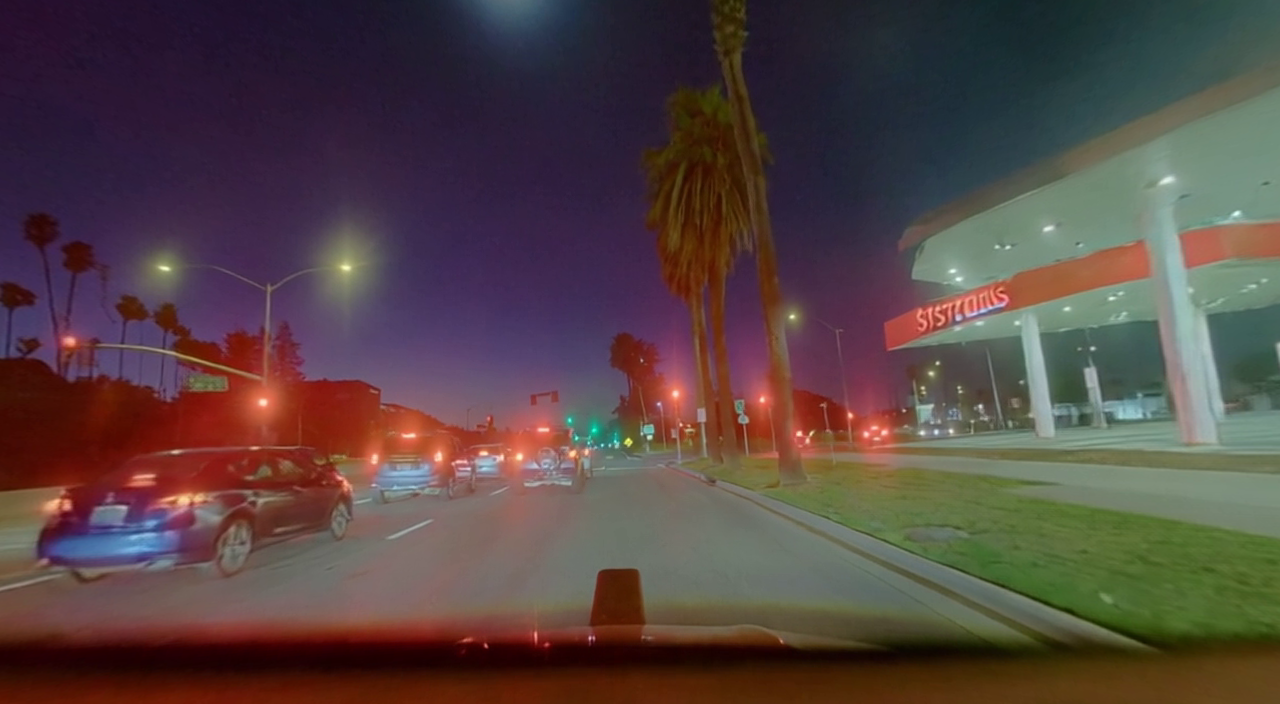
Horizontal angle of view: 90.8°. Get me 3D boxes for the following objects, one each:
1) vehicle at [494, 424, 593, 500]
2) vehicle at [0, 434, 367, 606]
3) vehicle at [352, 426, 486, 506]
[{"bbox_3d":[-2.430,2.925,17.108,2.153,1.759,4.320,0,-9,-2],"label":"vehicle"},{"bbox_3d":[-5.540,1.918,8.311,1.885,1.567,4.775,0,-9,-2],"label":"vehicle"},{"bbox_3d":[-5.828,3.056,17.411,2.025,1.862,4.804,0,-9,-1],"label":"vehicle"}]
